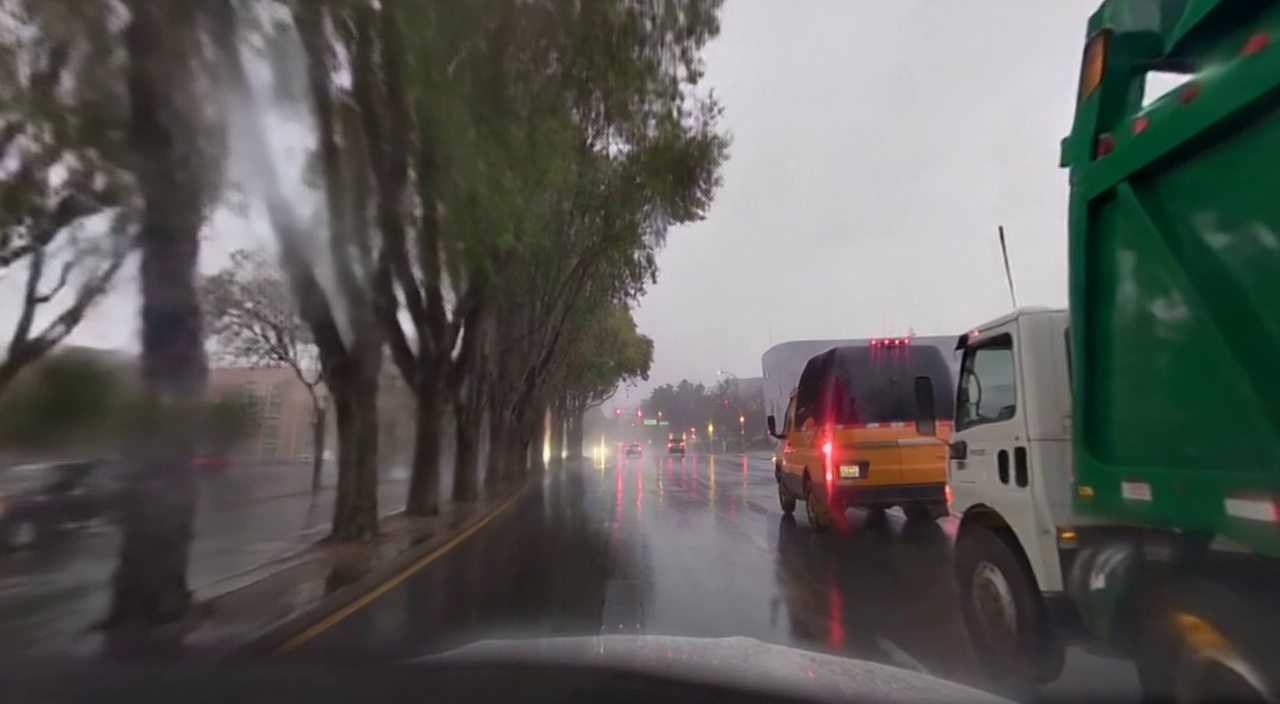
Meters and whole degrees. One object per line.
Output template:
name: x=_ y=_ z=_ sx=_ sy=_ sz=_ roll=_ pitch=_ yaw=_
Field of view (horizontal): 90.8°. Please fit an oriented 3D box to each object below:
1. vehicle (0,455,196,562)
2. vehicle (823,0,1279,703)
vehicle: x=-13.394 y=3.398 z=14.631 sx=2.290 sy=1.943 sz=5.833 roll=0 pitch=-9 yaw=-4
vehicle: x=3.889 y=0.058 z=2.910 sx=2.731 sy=3.407 sz=10.262 roll=0 pitch=-9 yaw=-2
